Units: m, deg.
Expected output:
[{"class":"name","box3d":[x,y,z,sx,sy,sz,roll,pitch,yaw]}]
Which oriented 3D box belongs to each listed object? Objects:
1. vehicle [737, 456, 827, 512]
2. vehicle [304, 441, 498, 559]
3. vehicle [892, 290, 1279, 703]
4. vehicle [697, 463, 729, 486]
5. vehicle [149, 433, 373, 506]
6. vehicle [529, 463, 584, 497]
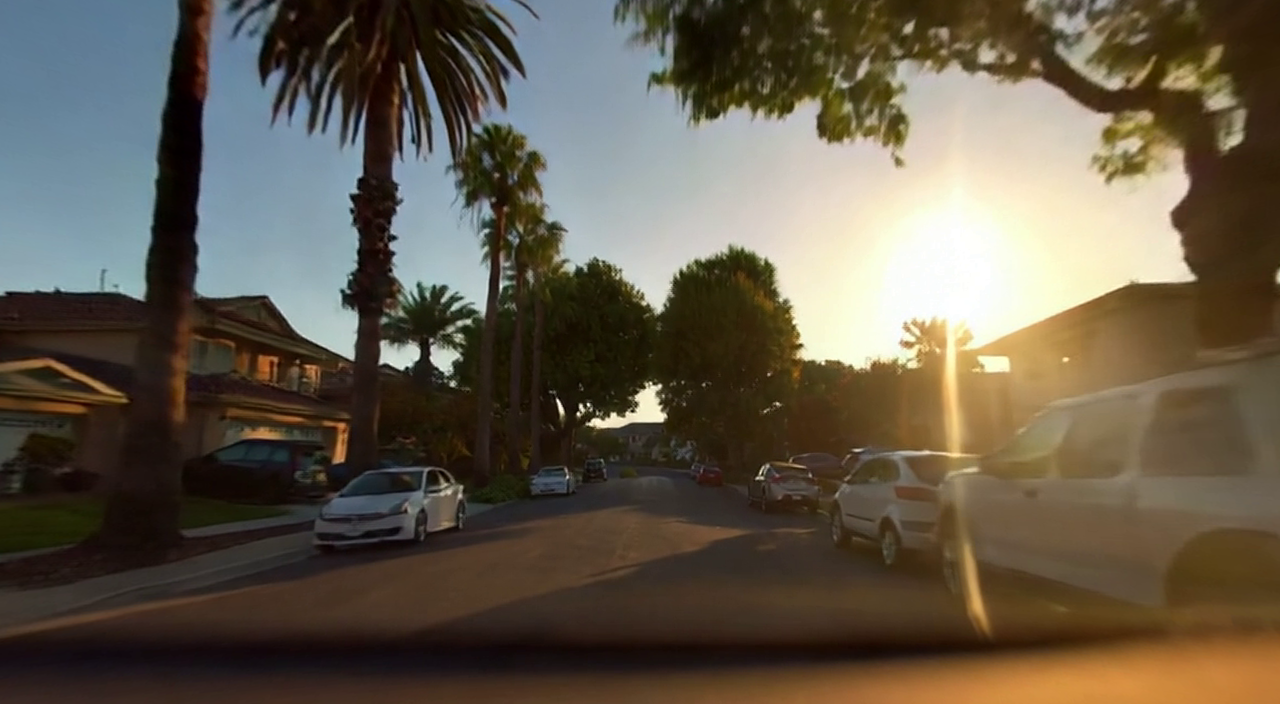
[{"class":"vehicle","box3d":[4.519,4.249,20.810,1.987,1.567,4.112,0,-9,0]},{"class":"vehicle","box3d":[-4.460,2.775,12.787,2.147,1.823,4.725,-1,-8,-1]},{"class":"vehicle","box3d":[3.790,0.954,3.809,2.184,2.038,6.212,-1,-9,2]},{"class":"vehicle","box3d":[5.245,8.829,45.839,1.867,1.480,4.678,-1,-9,1]},{"class":"vehicle","box3d":[-10.814,3.374,18.409,4.991,1.947,2.329,0,-8,-1]},{"class":"vehicle","box3d":[-3.980,6.174,30.736,2.080,1.479,4.531,-1,-10,0]}]
